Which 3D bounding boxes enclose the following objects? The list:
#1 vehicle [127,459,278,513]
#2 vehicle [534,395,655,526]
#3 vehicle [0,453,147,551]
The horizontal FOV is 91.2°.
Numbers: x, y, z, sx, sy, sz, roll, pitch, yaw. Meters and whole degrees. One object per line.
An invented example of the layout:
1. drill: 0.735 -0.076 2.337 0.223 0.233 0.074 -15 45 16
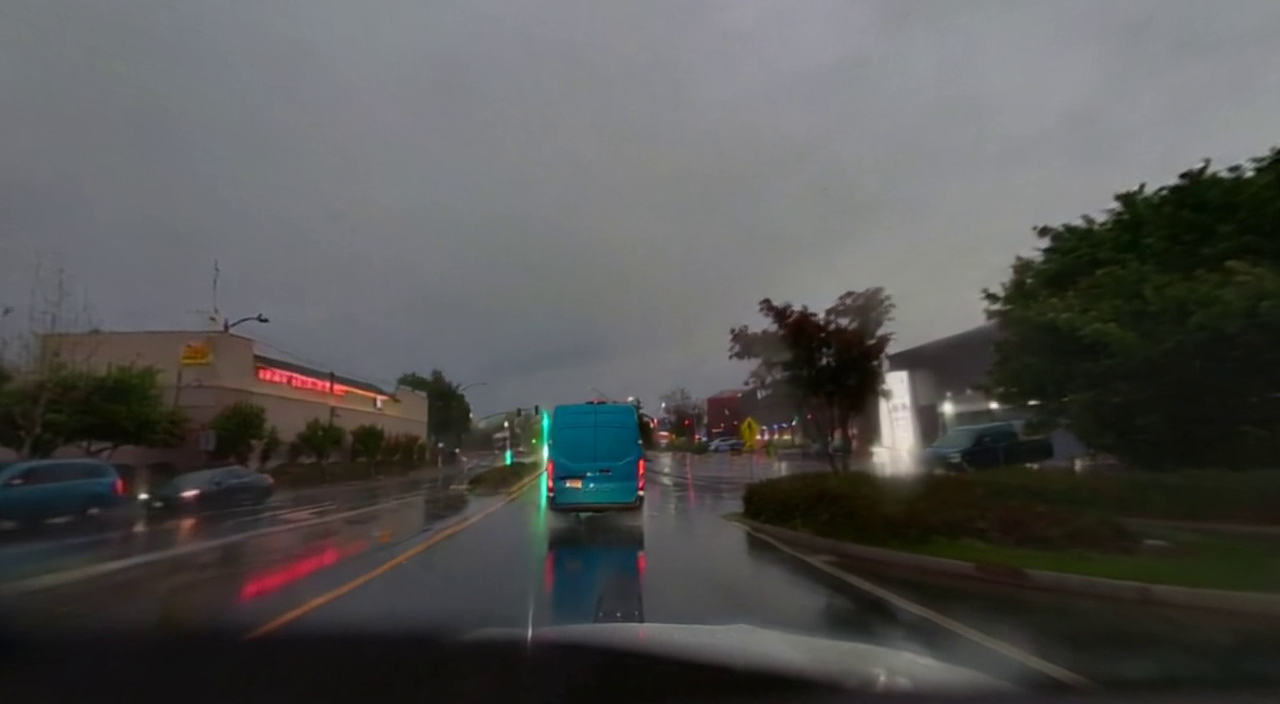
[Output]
1. vehicle: -15.918 4.840 23.165 1.938 1.688 4.523 -1 -9 7
2. vehicle: -1.223 2.638 15.626 2.432 2.624 5.670 1 -9 -6
3. vehicle: -12.260 2.903 12.374 2.114 1.668 3.747 -2 -9 -3
